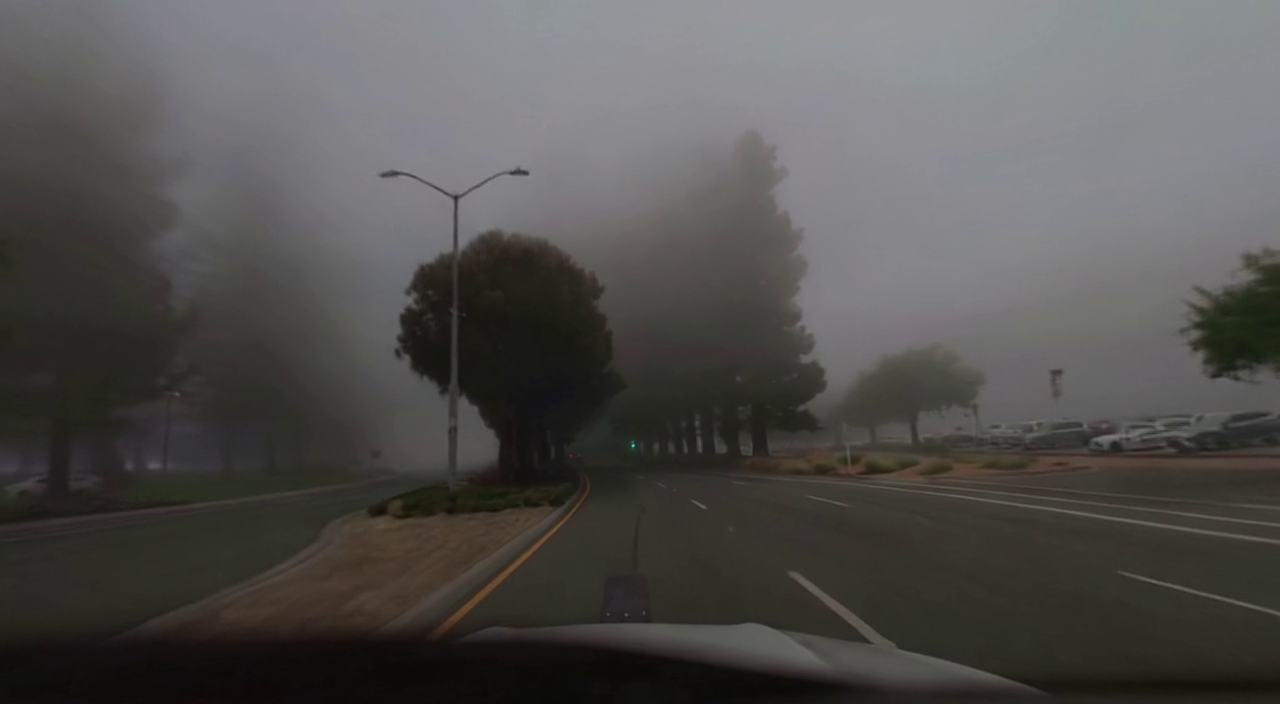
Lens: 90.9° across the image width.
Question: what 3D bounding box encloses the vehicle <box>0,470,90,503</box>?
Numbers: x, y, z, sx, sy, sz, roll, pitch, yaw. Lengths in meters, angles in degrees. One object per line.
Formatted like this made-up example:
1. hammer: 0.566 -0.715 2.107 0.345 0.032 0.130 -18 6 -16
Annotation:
1. vehicle: -35.361 7.894 36.957 4.371 1.550 1.793 -2 -6 -7
